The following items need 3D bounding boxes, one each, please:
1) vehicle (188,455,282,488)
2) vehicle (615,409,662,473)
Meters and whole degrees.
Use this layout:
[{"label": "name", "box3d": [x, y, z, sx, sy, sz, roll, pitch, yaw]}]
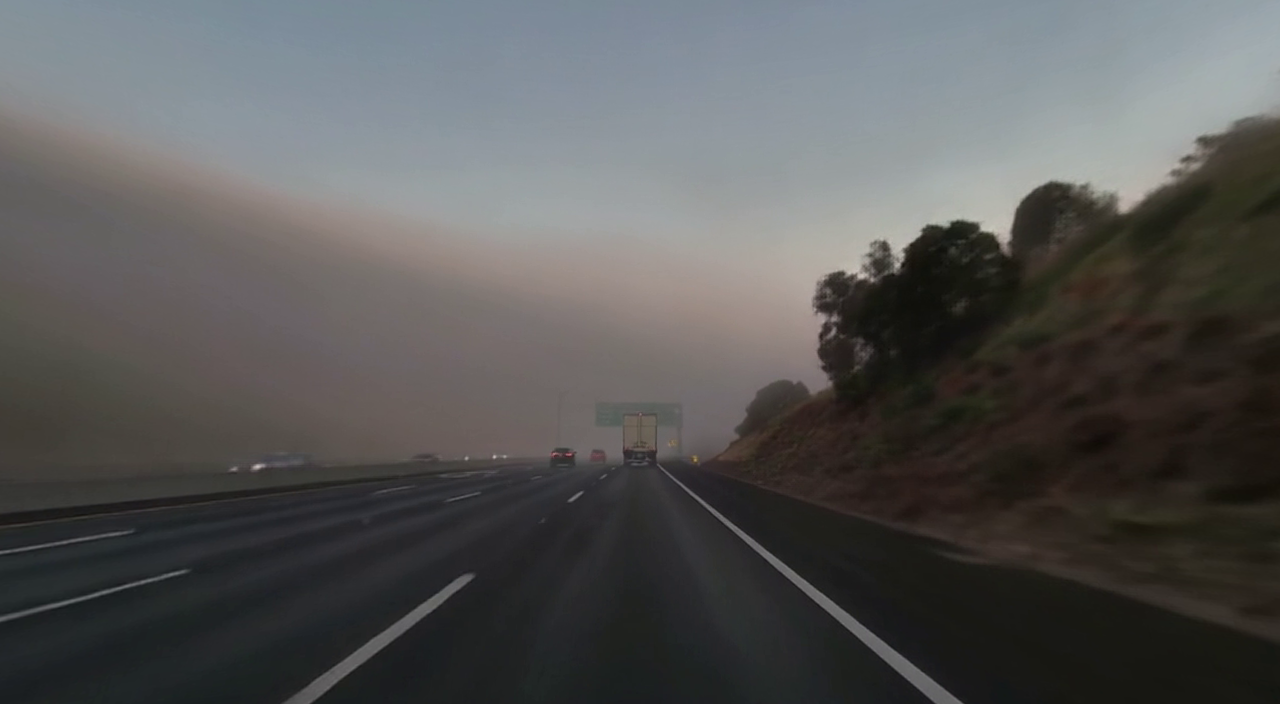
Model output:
[{"label": "vehicle", "box3d": [-21.439, 6.325, 33.594, 1.960, 1.545, 4.436, 0, -9, 2]}, {"label": "vehicle", "box3d": [-0.013, 6.694, 47.017, 3.039, 4.131, 11.822, 0, -9, 1]}]
